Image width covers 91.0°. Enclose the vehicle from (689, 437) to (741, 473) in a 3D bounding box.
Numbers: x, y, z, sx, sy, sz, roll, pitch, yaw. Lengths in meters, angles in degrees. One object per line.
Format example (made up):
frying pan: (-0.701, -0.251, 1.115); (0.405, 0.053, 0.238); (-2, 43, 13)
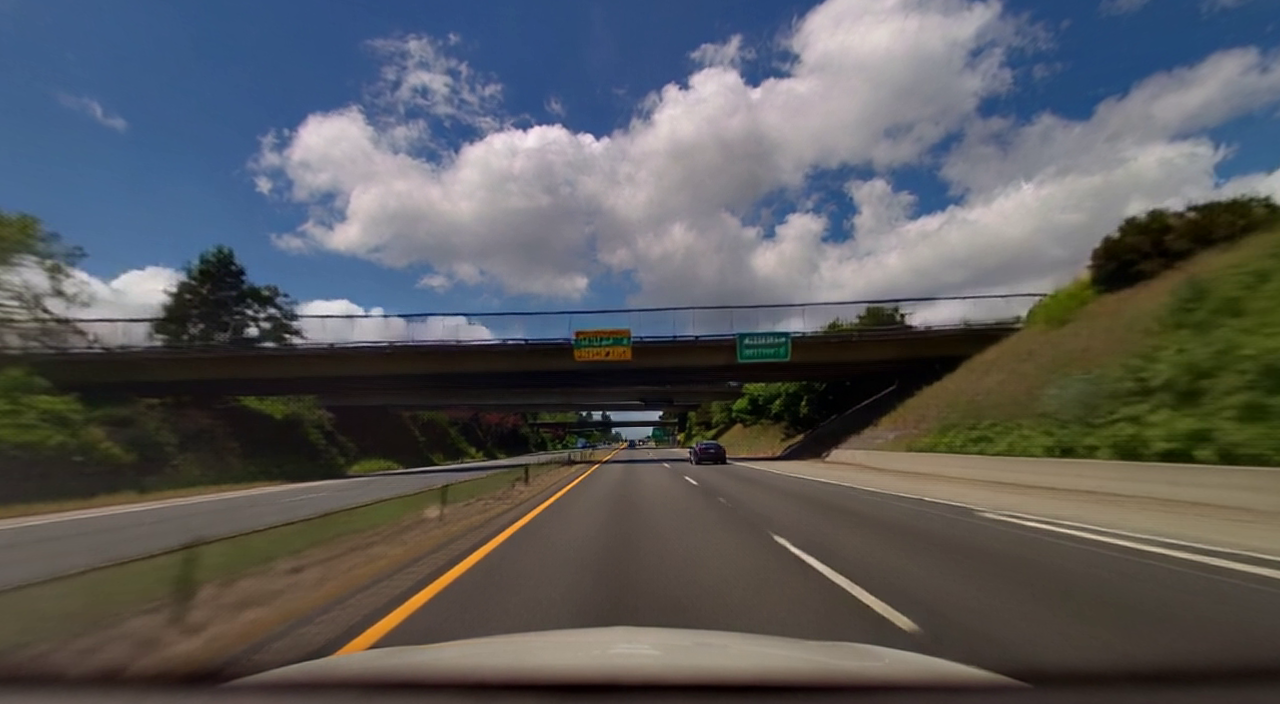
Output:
vehicle: (3.264, 4.545, 27.965); (1.781, 1.470, 3.540); (0, -8, -2)
